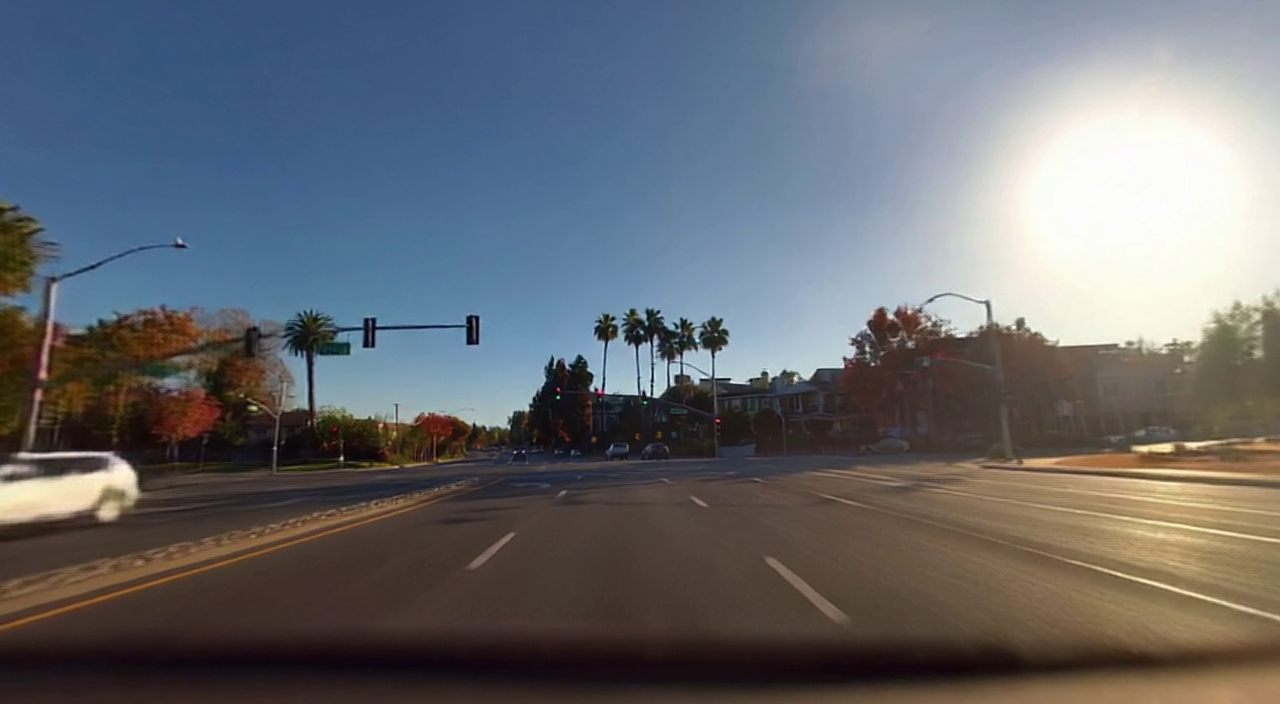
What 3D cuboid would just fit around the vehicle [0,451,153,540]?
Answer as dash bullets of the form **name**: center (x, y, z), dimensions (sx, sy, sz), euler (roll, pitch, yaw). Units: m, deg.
- **vehicle**: center (-13.133, 3.020, 13.533), dimensions (2.017, 1.611, 4.403), euler (-3, -8, -3)
